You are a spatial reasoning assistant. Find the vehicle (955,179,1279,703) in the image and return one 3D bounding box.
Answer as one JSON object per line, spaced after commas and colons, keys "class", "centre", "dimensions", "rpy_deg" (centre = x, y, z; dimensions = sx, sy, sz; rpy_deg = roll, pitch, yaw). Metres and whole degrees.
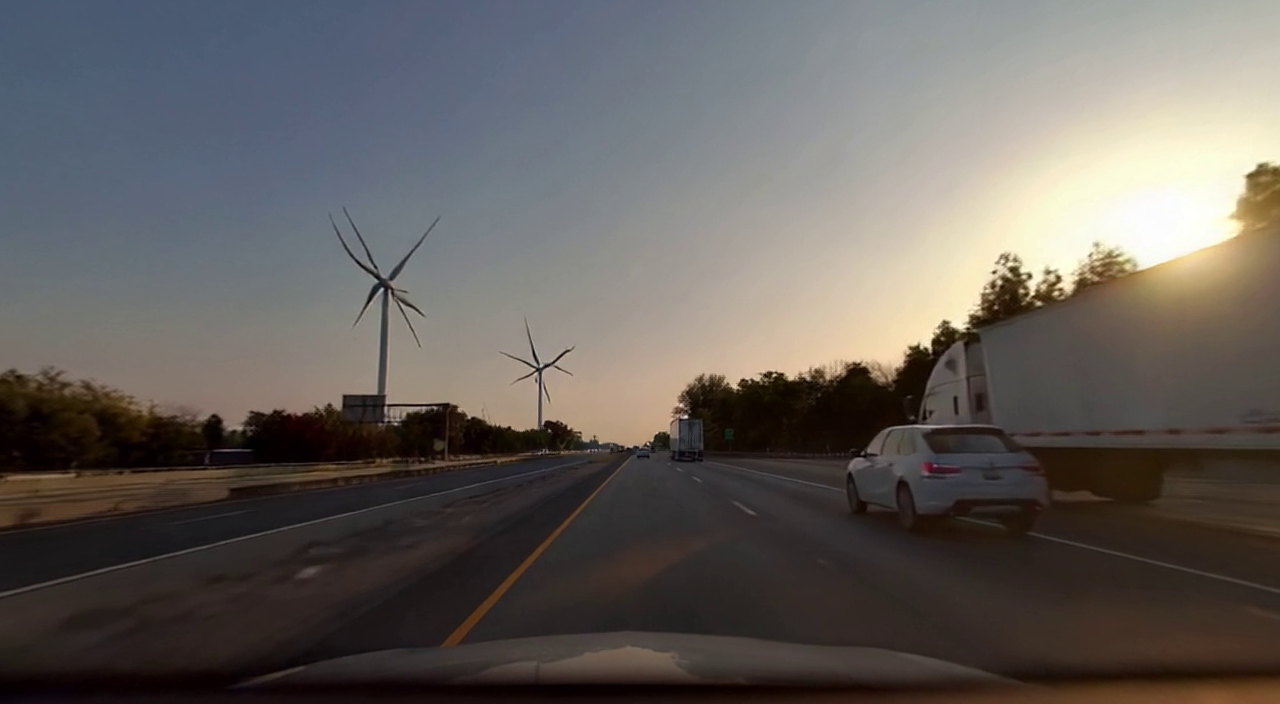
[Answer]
{"class": "vehicle", "centre": [4.490, 0.515, 3.426], "dimensions": [2.609, 2.648, 5.397], "rpy_deg": [0, -9, -1]}
